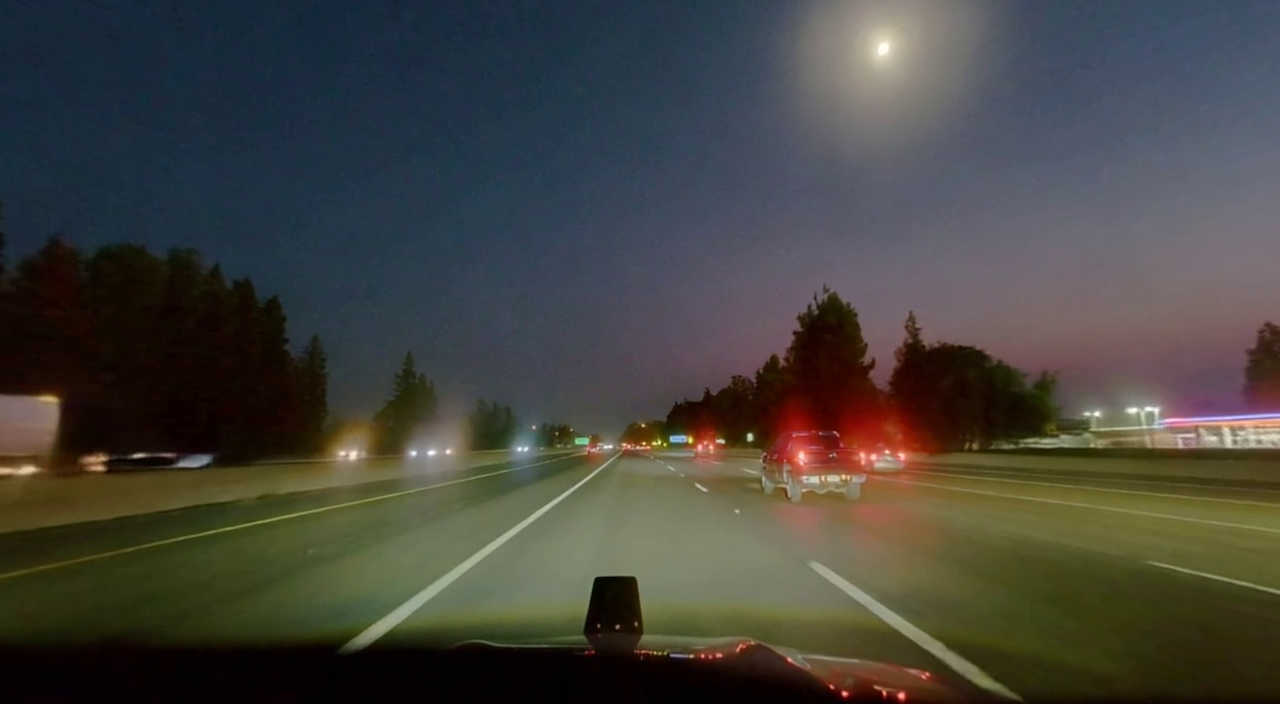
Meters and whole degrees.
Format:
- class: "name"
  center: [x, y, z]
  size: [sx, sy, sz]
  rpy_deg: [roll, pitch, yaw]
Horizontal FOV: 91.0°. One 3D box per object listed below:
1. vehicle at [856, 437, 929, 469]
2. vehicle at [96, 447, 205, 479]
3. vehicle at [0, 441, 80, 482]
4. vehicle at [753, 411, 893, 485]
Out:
- class: "vehicle"
  center: [13.849, 5.549, 34.797]
  size: [2.072, 1.611, 4.387]
  rpy_deg: [0, -8, -2]
- class: "vehicle"
  center: [-24.867, 5.635, 32.216]
  size: [1.860, 1.459, 4.716]
  rpy_deg: [0, -8, -1]
- class: "vehicle"
  center: [-28.348, 4.887, 28.304]
  size: [1.965, 1.714, 4.772]
  rpy_deg: [0, -8, -1]
- class: "vehicle"
  center: [6.593, 3.651, 24.191]
  size: [2.779, 2.339, 8.073]
  rpy_deg: [0, -8, -1]
